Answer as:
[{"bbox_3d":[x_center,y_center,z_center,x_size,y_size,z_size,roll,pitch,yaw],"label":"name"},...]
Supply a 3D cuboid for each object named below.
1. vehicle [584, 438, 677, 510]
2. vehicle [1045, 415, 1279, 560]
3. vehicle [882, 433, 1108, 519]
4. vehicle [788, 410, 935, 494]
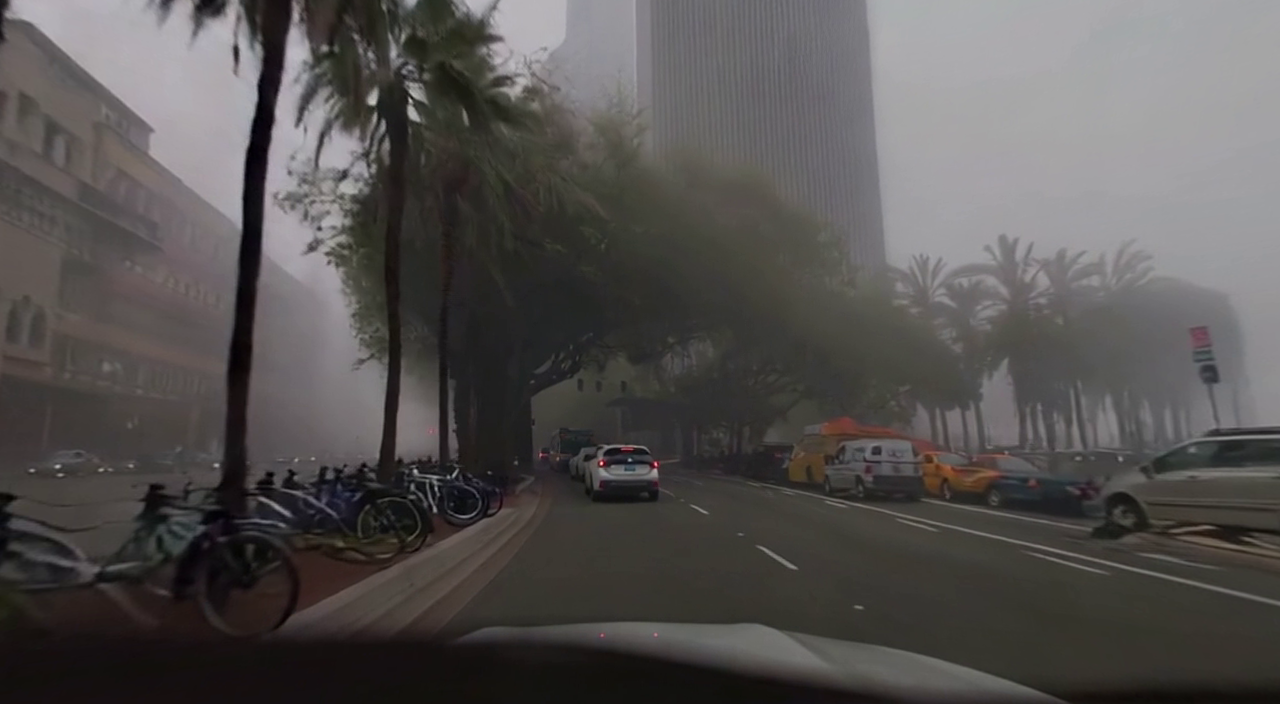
[{"bbox_3d":[-0.383,3.057,16.302,2.111,1.605,3.832,1,-9,-5],"label":"vehicle"},{"bbox_3d":[8.345,1.864,9.190,1.860,1.684,4.211,0,-9,-4],"label":"vehicle"},{"bbox_3d":[7.877,2.782,14.786,1.945,1.623,5.013,1,-9,-6],"label":"vehicle"},{"bbox_3d":[7.185,3.368,21.418,2.377,2.429,5.532,1,-9,-7],"label":"vehicle"}]
